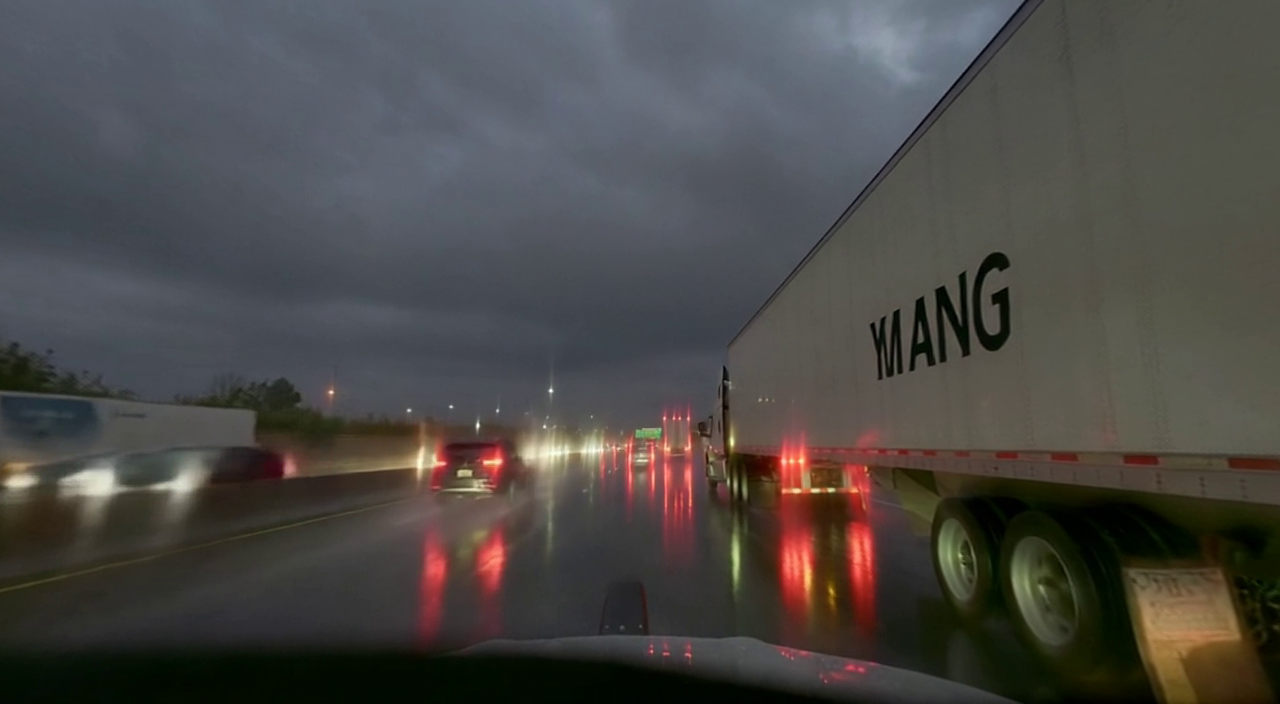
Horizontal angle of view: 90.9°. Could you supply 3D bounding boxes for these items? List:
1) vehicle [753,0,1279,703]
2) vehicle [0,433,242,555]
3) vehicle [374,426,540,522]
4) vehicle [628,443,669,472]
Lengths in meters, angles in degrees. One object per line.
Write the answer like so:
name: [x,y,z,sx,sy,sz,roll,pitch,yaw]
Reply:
vehicle: [3.868,0.305,7.230,2.821,4.077,12.562,0,-9,0]
vehicle: [-8.642,2.093,9.991,1.917,1.506,4.152,0,-9,0]
vehicle: [-3.740,2.600,14.025,2.091,1.722,4.974,-1,-9,1]
vehicle: [0.428,5.729,34.446,2.063,1.469,4.208,0,-9,0]
